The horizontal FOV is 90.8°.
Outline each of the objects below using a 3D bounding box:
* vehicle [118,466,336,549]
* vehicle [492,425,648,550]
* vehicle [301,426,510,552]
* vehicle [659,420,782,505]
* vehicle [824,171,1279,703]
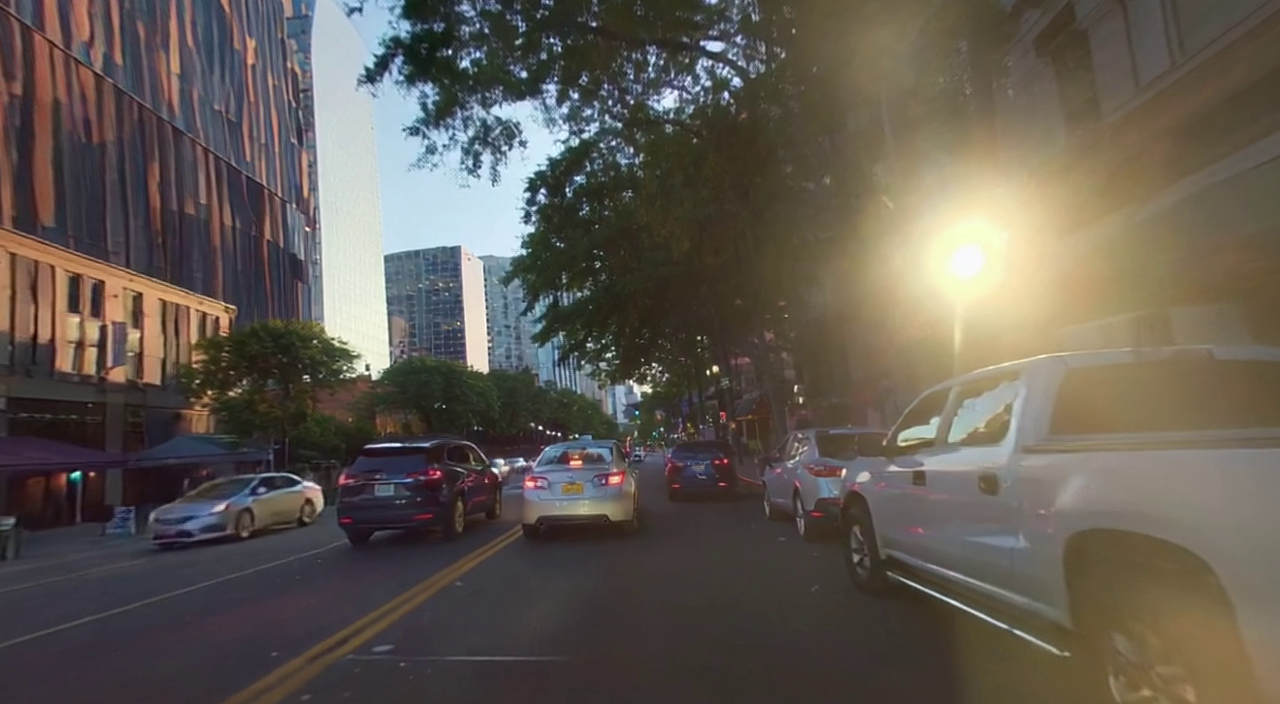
[{"bbox_3d":[-9.273,3.488,14.822,1.976,1.475,4.684,0,-9,0],"label":"vehicle"},{"bbox_3d":[-0.923,2.124,10.575,2.076,1.667,3.948,0,-8,1],"label":"vehicle"},{"bbox_3d":[-3.939,2.356,11.690,2.000,1.818,4.668,0,-8,1],"label":"vehicle"},{"bbox_3d":[2.385,2.953,17.405,2.352,1.953,4.798,-3,-9,19],"label":"vehicle"},{"bbox_3d":[2.981,0.757,3.565,2.225,2.070,5.264,0,-8,-1],"label":"vehicle"}]
